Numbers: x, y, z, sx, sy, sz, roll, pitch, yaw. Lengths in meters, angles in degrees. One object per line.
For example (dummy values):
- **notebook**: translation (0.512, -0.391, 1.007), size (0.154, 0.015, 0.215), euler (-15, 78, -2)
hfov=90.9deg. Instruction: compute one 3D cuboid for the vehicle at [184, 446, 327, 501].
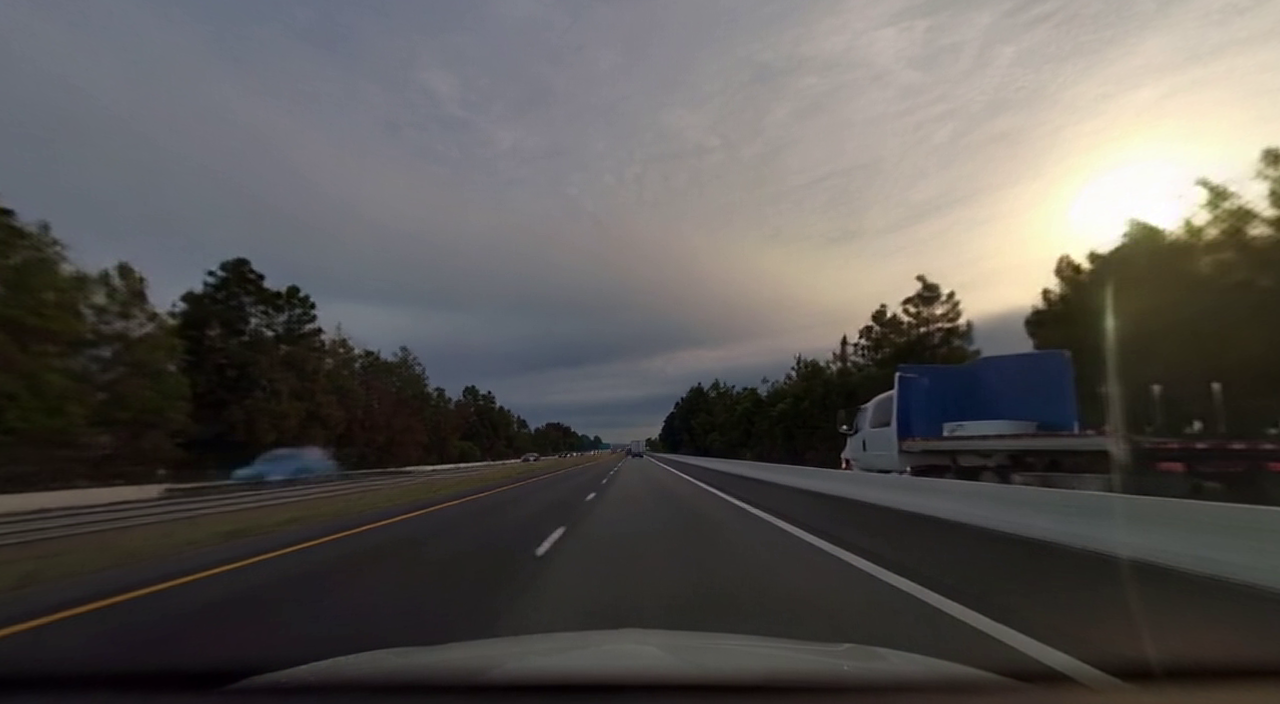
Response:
- **vehicle**: translation (-13.072, 4.121, 21.836), size (2.009, 1.664, 4.618), euler (0, -9, 0)
